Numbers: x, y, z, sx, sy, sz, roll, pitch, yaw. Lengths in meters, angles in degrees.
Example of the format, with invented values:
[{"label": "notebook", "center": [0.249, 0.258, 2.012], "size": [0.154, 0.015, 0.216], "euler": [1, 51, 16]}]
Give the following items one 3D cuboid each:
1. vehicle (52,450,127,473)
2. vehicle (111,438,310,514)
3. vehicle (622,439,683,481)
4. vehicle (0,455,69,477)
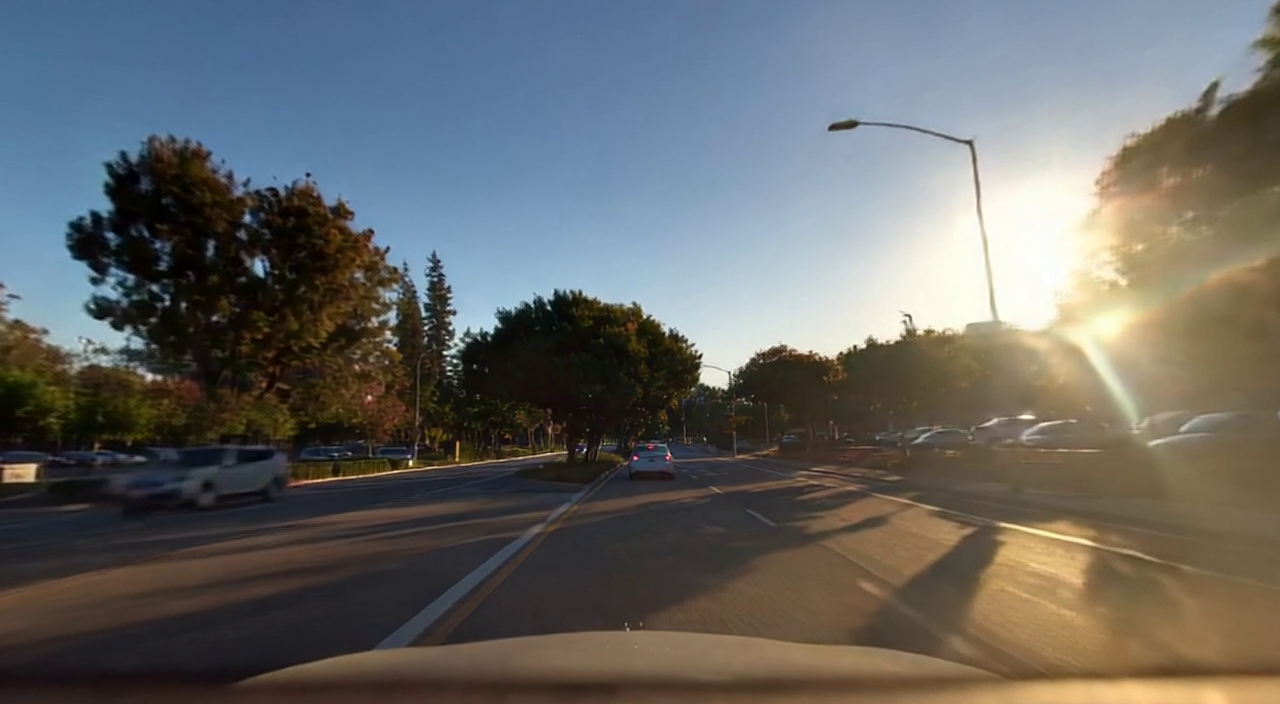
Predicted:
[{"label": "vehicle", "center": [-42.962, 8.532, 49.272], "size": [4.057, 1.666, 1.849], "euler": [0, -8, 1]}, {"label": "vehicle", "center": [-12.090, 3.479, 18.320], "size": [2.259, 1.867, 4.875], "euler": [0, -8, 1]}, {"label": "vehicle", "center": [0.413, 4.010, 23.696], "size": [2.093, 1.442, 3.977], "euler": [0, -8, -1]}, {"label": "vehicle", "center": [-42.999, 7.991, 44.350], "size": [4.100, 1.440, 1.703], "euler": [-1, -8, 3]}]
